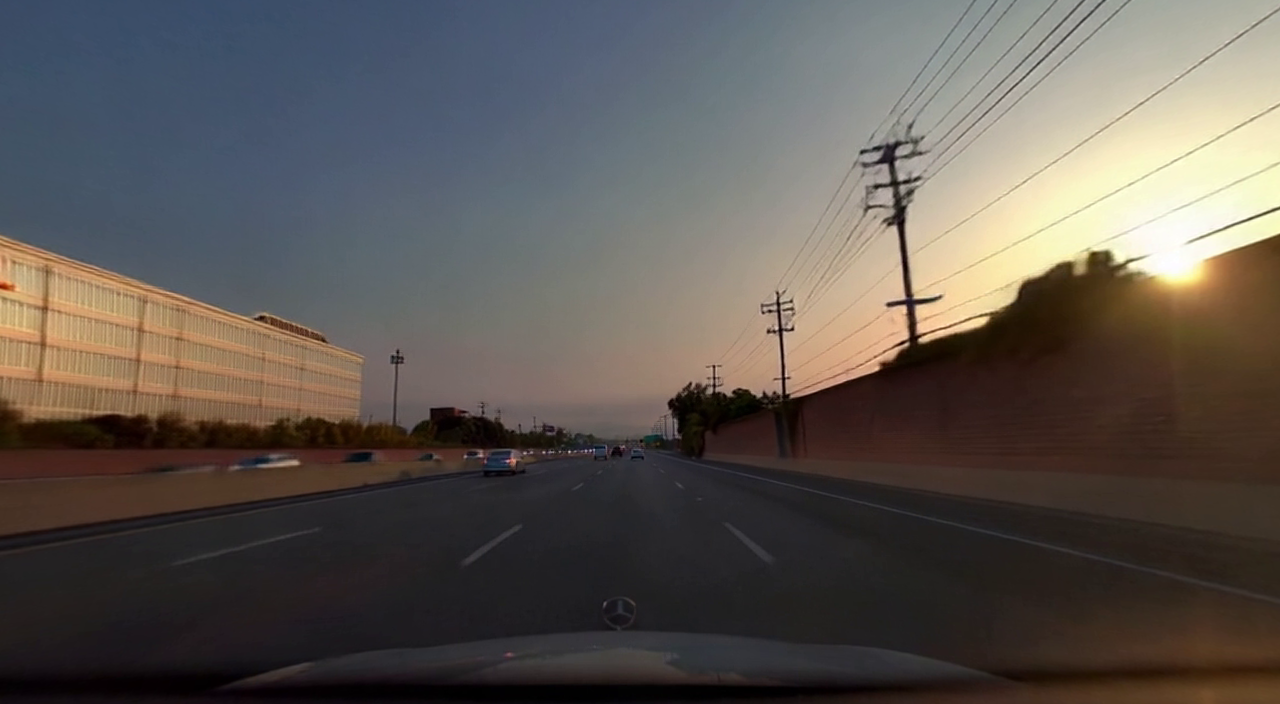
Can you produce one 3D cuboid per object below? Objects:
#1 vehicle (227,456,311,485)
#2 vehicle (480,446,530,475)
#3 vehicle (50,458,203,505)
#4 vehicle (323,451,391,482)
[{"bbox_3d":[-22.074,7.022,37.850,1.954,1.514,4.983,0,-9,0],"label":"vehicle"},{"bbox_3d":[-7.756,6.253,36.588,2.013,1.574,3.923,0,-9,0],"label":"vehicle"},{"bbox_3d":[-18.778,4.710,23.438,1.905,1.462,4.471,0,-9,0],"label":"vehicle"},{"bbox_3d":[-14.907,6.023,33.464,1.759,1.469,3.876,0,-9,0],"label":"vehicle"}]
